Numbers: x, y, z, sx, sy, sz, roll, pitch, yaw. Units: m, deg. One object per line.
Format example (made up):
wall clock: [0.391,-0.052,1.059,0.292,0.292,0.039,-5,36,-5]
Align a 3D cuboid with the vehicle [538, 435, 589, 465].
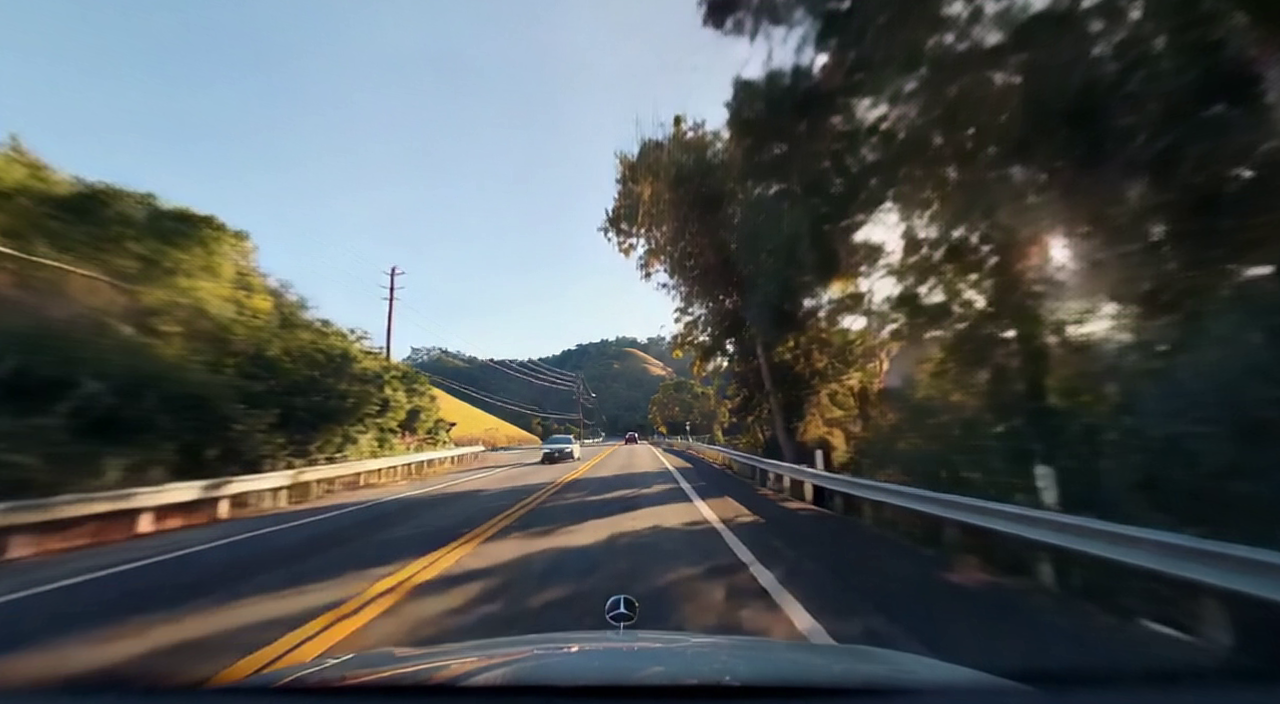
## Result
vehicle: [-4.025,5.237,33.813,2.074,1.472,4.658,0,-8,1]
